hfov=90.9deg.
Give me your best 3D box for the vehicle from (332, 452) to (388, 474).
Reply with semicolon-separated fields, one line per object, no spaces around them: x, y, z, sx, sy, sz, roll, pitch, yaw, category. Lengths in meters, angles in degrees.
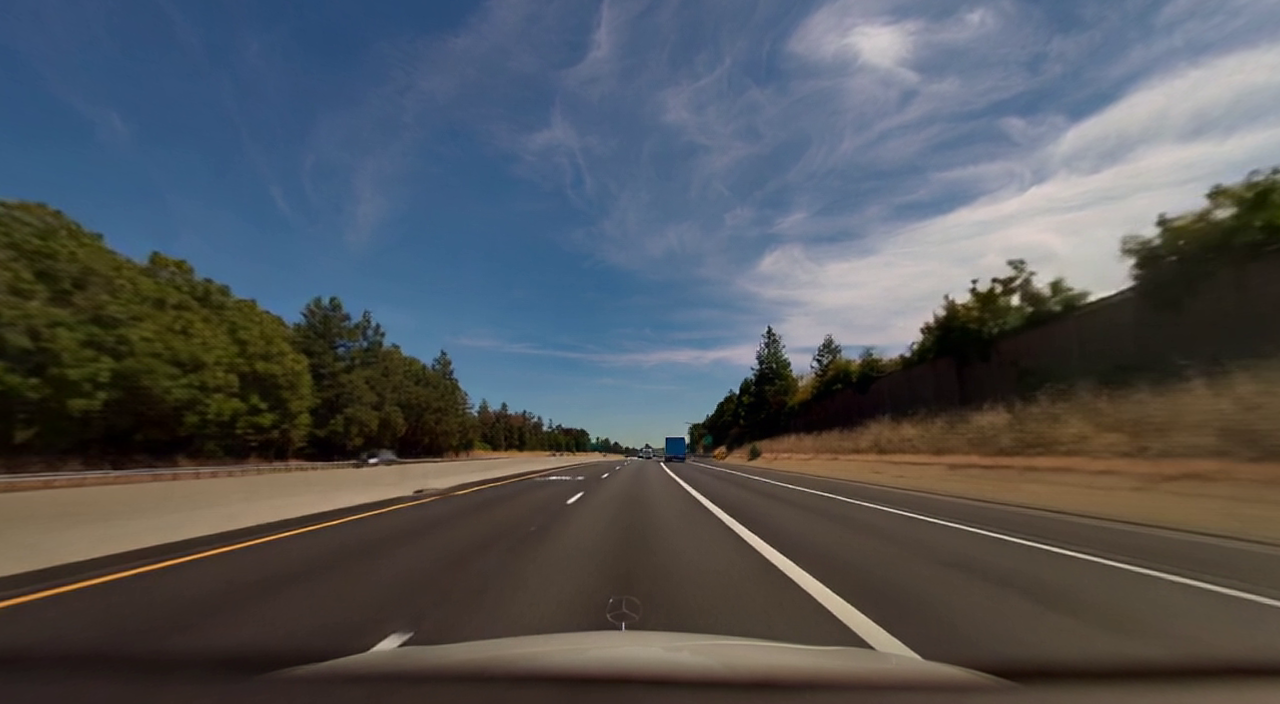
-19.296;7.658;43.687;1.807;1.472;4.370;0;-9;1;vehicle
